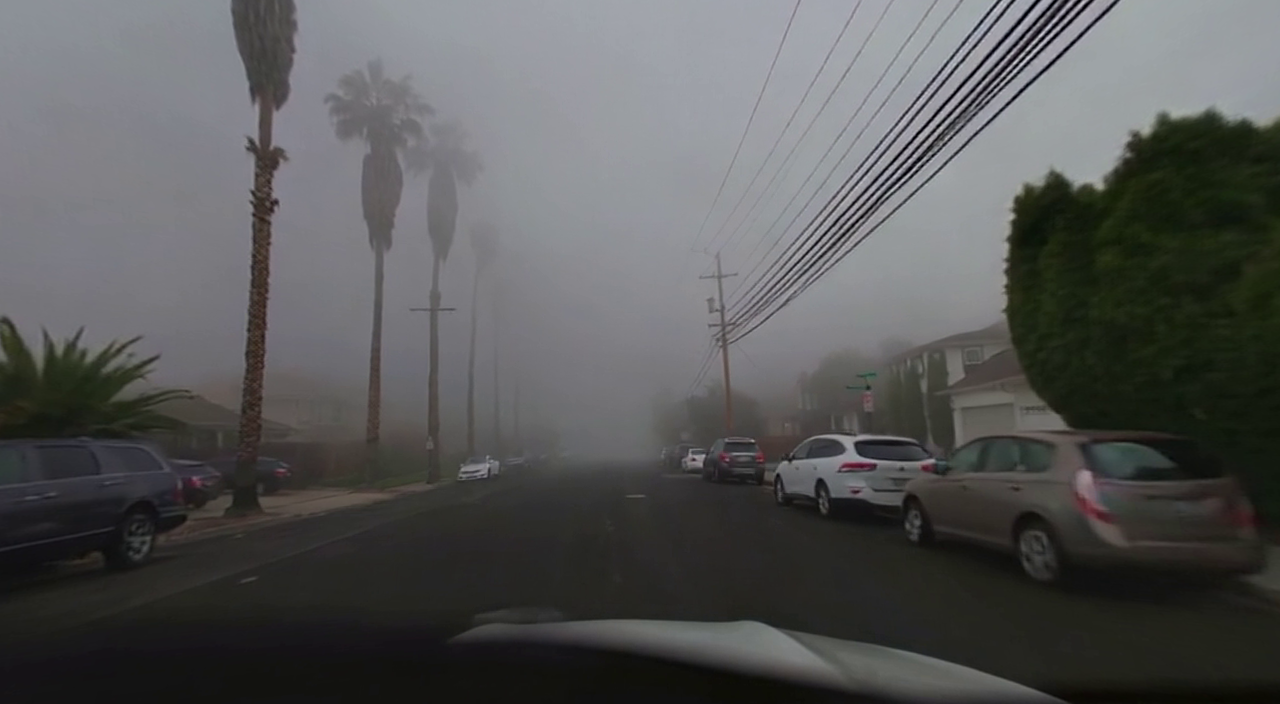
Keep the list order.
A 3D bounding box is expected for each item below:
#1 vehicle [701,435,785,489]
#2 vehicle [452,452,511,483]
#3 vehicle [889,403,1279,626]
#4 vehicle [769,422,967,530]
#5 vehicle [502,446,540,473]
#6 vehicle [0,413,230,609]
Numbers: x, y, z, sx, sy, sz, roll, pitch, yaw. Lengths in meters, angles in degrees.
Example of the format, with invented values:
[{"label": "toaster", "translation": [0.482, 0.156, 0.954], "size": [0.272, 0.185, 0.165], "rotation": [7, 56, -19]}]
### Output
[{"label": "vehicle", "translation": [3.751, 4.105, 23.981], "size": [2.115, 1.826, 4.871], "rotation": [0, -8, -3]}, {"label": "vehicle", "translation": [-8.464, 6.170, 34.160], "size": [2.013, 1.483, 4.645], "rotation": [0, -8, -1]}, {"label": "vehicle", "translation": [4.608, 1.552, 7.017], "size": [1.894, 1.675, 4.294], "rotation": [0, -8, 0]}, {"label": "vehicle", "translation": [4.244, 2.384, 12.779], "size": [1.922, 1.761, 4.633], "rotation": [1, -9, -5]}, {"label": "vehicle", "translation": [-9.203, 8.344, 49.206], "size": [2.077, 1.888, 4.551], "rotation": [-2, -8, 0]}, {"label": "vehicle", "translation": [-7.614, 1.727, 7.197], "size": [2.300, 1.943, 5.744], "rotation": [0, -8, -4]}]
